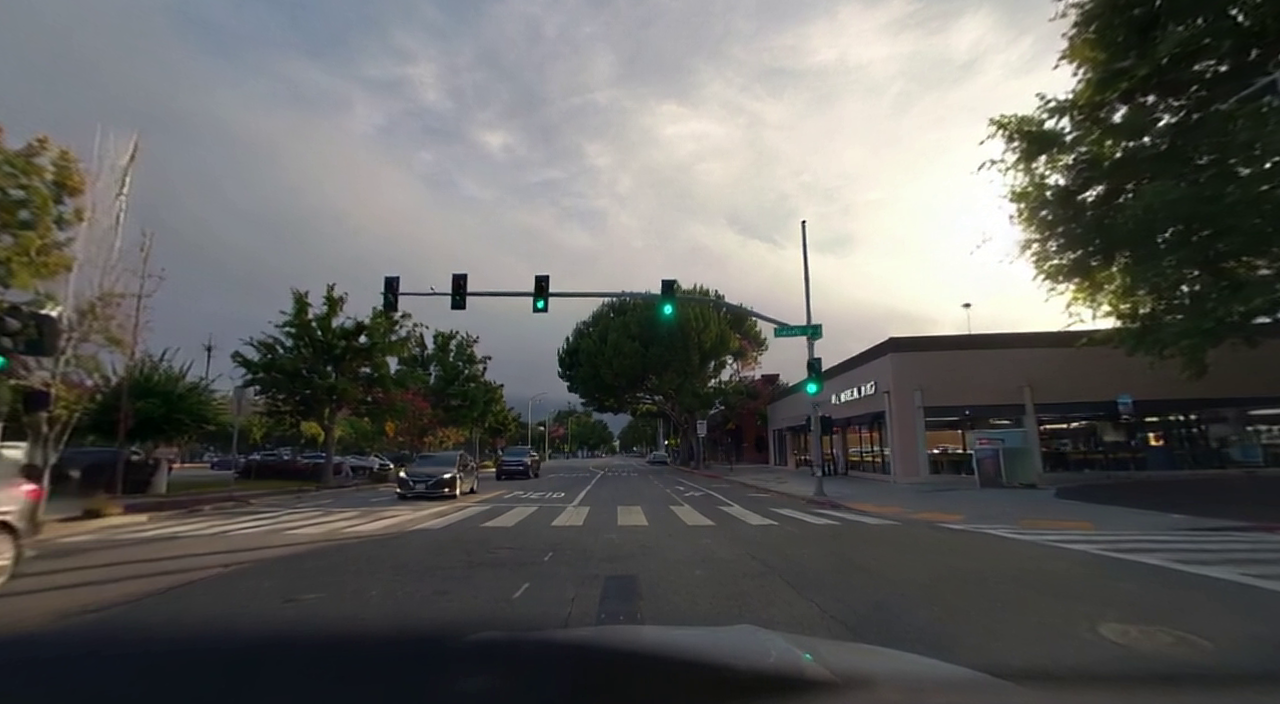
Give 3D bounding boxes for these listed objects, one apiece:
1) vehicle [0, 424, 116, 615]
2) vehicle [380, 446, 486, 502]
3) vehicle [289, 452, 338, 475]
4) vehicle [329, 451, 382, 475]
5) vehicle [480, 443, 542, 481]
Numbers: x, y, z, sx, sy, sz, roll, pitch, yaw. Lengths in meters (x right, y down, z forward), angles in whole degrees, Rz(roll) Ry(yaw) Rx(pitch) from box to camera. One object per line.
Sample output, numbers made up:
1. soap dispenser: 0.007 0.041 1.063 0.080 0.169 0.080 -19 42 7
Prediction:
1. vehicle: -6.428 1.244 4.220 2.071 1.588 4.336 0 -8 1
2. vehicle: -6.653 3.936 20.910 2.019 1.596 4.608 0 -8 -1
3. vehicle: -23.583 8.085 45.817 1.739 1.373 3.759 2 -6 -4
4. vehicle: -20.990 8.176 46.755 1.981 1.510 4.439 0 -7 -2
5. vehicle: -7.096 6.113 35.396 2.545 1.943 5.168 0 -8 -2
